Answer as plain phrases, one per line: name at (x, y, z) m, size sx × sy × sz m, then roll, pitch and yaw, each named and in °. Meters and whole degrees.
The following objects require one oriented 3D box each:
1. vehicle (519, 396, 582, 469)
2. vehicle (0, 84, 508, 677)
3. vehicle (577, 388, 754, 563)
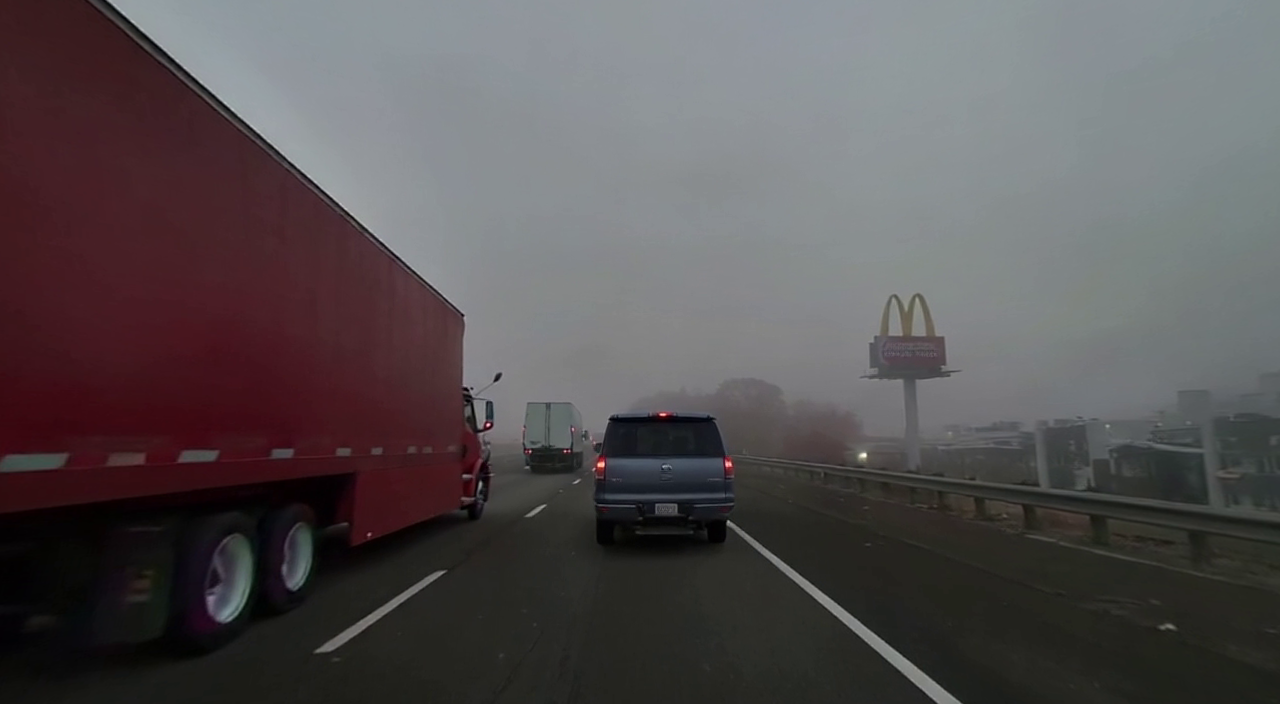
vehicle at (-4.854, 4.699, 36.071) m, size 2.617 × 3.604 × 9.499 m, roll 0°, pitch -9°, yaw -3°
vehicle at (-3.971, 0.689, 7.931) m, size 2.814 × 3.513 × 8.529 m, roll 0°, pitch -9°, yaw -1°
vehicle at (0.191, 1.661, 9.052) m, size 1.947 × 1.910 × 4.040 m, roll 0°, pitch -9°, yaw -3°
